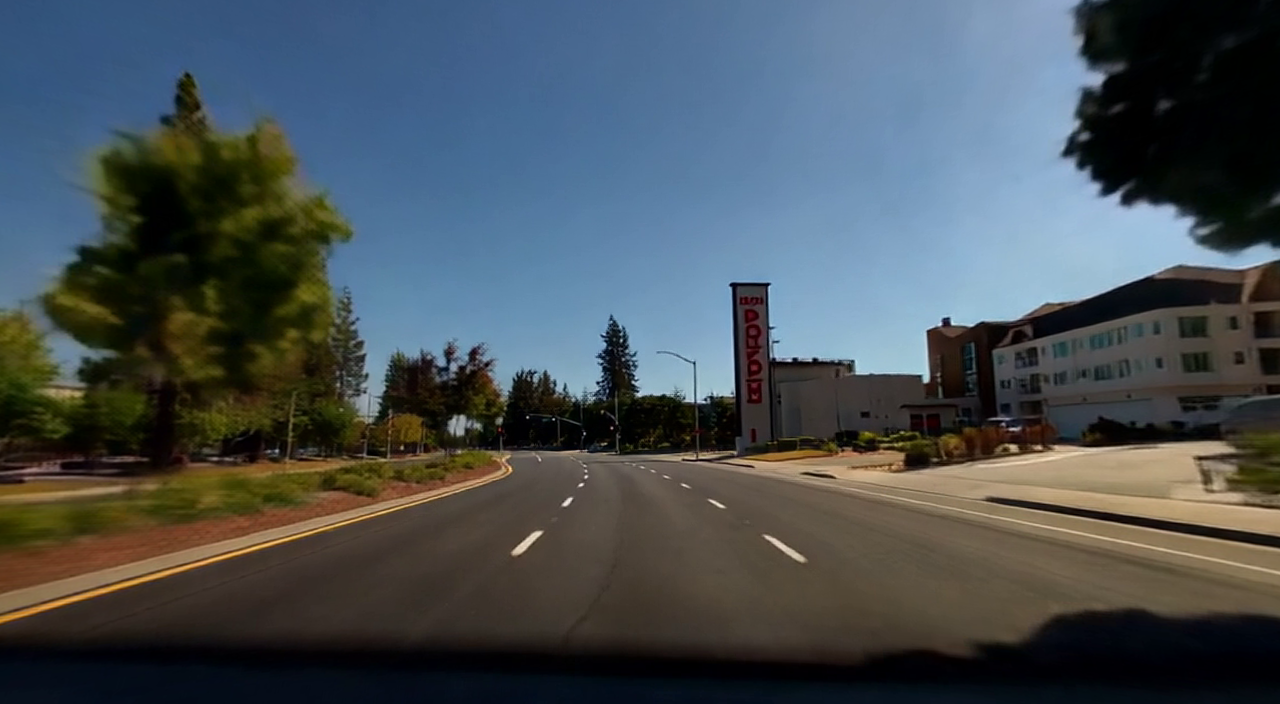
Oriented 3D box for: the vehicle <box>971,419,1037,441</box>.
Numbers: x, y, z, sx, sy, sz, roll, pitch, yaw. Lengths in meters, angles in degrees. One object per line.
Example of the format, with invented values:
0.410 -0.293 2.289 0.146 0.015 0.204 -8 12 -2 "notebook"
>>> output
26.560 5.722 46.152 1.808 1.485 4.467 1 -8 -6 "vehicle"
